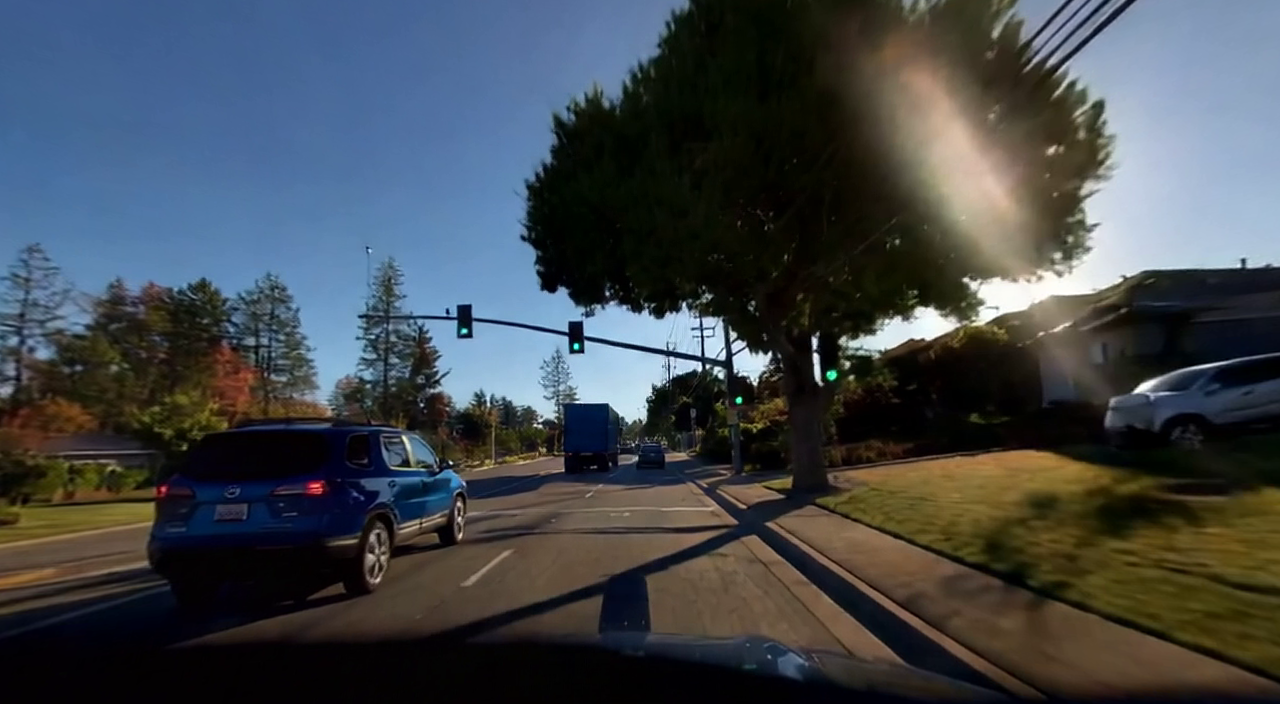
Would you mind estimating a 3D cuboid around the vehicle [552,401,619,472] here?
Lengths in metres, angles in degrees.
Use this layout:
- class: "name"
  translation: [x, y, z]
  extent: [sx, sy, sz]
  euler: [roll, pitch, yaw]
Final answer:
- class: "vehicle"
  translation: [-2.986, 5.070, 37.322]
  extent: [2.928, 3.658, 8.980]
  euler: [0, -8, 2]

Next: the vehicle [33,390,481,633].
- class: "vehicle"
  translation: [-3.504, 1.550, 7.129]
  extent: [2.093, 1.832, 4.508]
  euler: [0, -9, 2]

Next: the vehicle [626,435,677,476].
- class: "vehicle"
  translation: [0.513, 4.794, 29.389]
  extent: [2.174, 1.749, 4.113]
  euler: [0, -9, 1]
